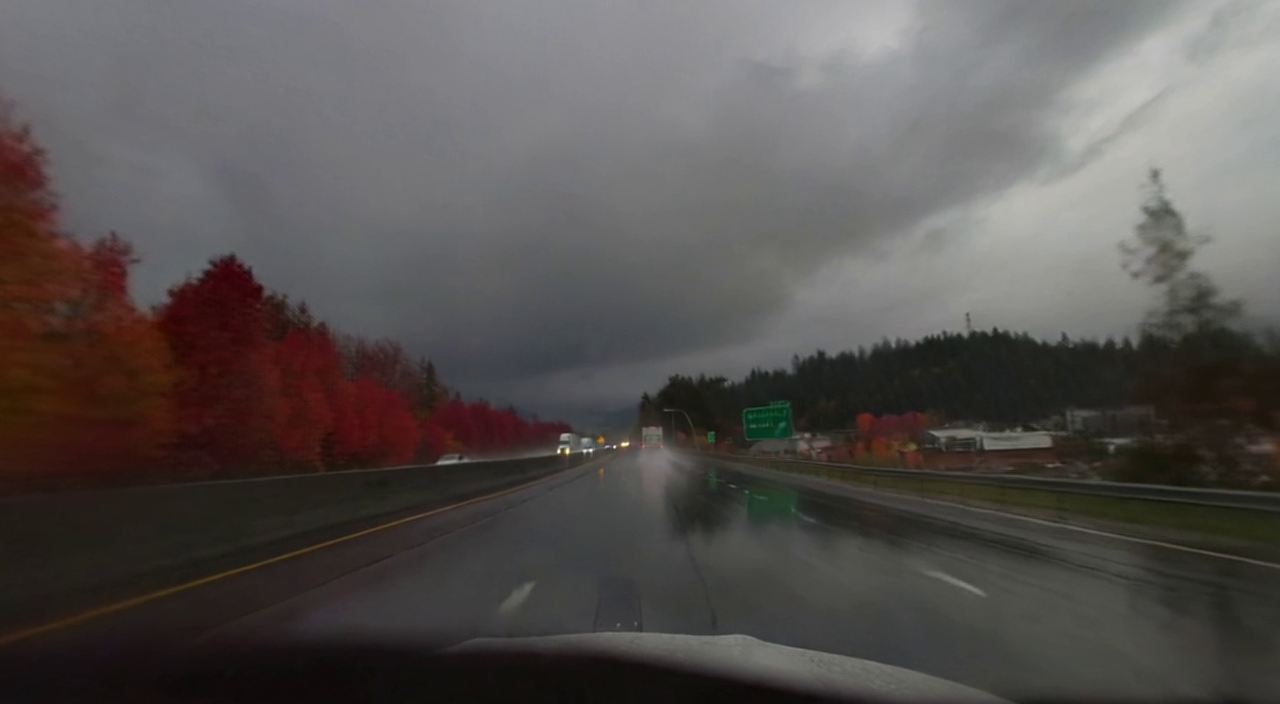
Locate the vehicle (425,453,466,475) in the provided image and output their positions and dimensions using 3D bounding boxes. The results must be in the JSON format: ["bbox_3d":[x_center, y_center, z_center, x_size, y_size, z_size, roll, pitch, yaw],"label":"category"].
[{"bbox_3d":[-14.769,8.507,47.793,1.808,1.507,3.965,-1,-9,1],"label":"vehicle"}]
